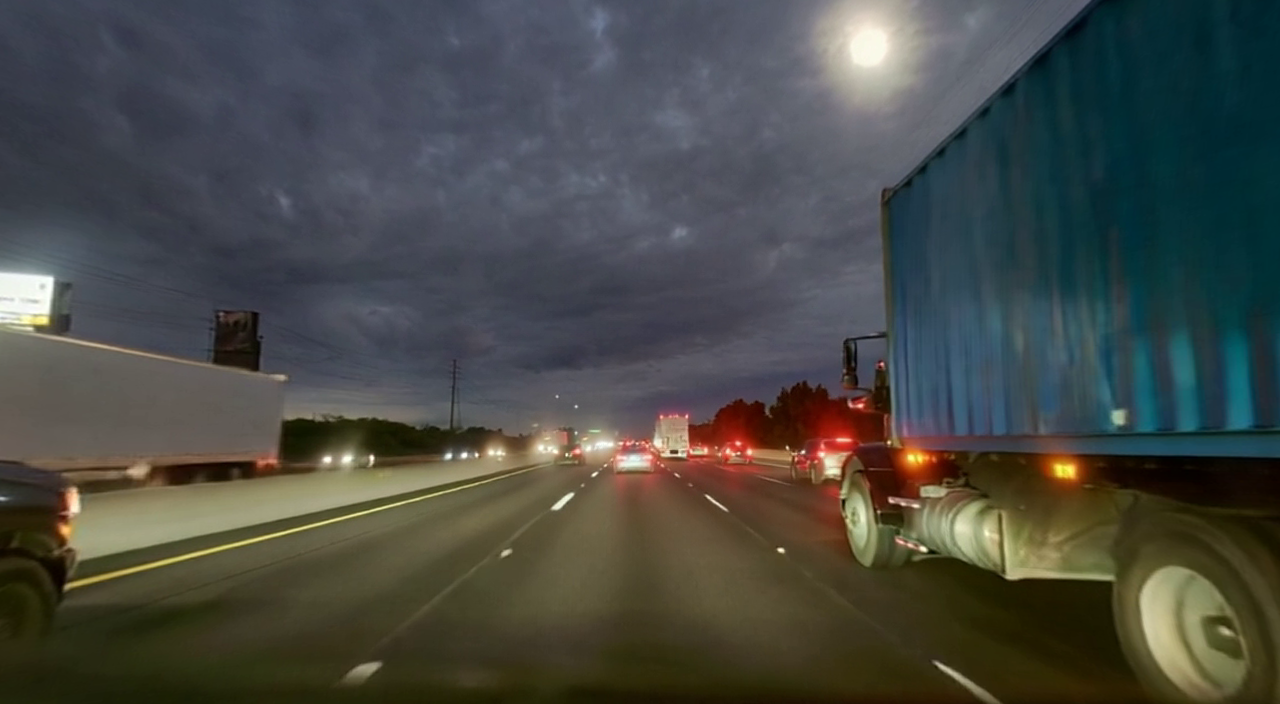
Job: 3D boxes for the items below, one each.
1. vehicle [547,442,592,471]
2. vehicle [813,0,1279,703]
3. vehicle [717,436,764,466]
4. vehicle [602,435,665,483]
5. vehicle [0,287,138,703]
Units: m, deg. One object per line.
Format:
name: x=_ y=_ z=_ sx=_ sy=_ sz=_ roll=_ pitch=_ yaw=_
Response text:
vehicle: x=-3.889 y=5.858 z=35.541 sx=2.025 sy=1.498 sz=4.675 roll=0 pitch=-9 yaw=0
vehicle: x=3.610 y=-0.212 z=3.164 sx=3.013 sy=3.940 sz=7.933 roll=0 pitch=-9 yaw=-1
vehicle: x=7.001 y=6.968 z=44.560 sx=2.302 sy=1.973 sz=5.502 roll=0 pitch=-9 yaw=-1
vehicle: x=-0.223 y=4.074 z=24.273 sx=2.191 sy=1.685 sz=4.015 roll=0 pitch=-9 yaw=0
vehicle: x=-4.169 y=0.382 z=0.628 sx=2.323 sy=2.046 sz=6.006 roll=0 pitch=-9 yaw=1
